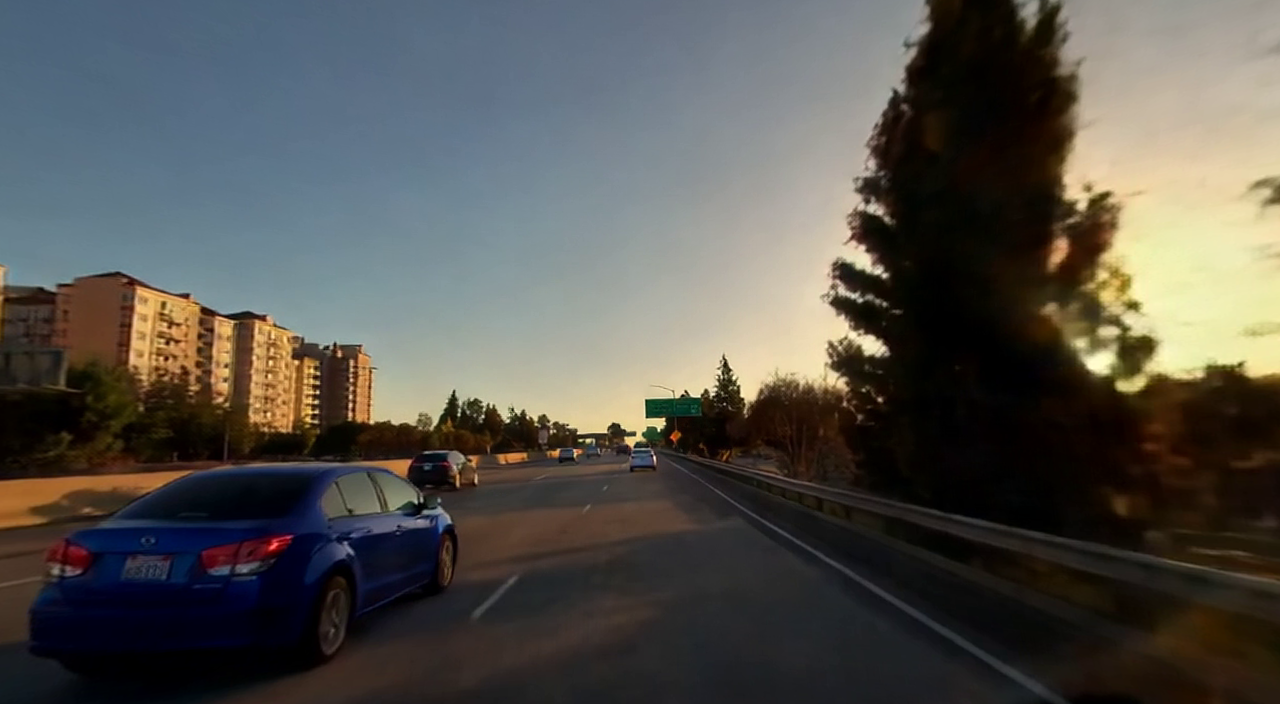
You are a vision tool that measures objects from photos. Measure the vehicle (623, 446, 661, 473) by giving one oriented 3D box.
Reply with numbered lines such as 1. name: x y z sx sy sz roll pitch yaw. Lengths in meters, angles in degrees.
1. vehicle: 0.073 6.044 35.730 2.051 1.443 3.770 0 -8 -1

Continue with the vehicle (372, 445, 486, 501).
1. vehicle: -6.463 3.718 19.905 2.075 1.528 4.327 0 -8 0
